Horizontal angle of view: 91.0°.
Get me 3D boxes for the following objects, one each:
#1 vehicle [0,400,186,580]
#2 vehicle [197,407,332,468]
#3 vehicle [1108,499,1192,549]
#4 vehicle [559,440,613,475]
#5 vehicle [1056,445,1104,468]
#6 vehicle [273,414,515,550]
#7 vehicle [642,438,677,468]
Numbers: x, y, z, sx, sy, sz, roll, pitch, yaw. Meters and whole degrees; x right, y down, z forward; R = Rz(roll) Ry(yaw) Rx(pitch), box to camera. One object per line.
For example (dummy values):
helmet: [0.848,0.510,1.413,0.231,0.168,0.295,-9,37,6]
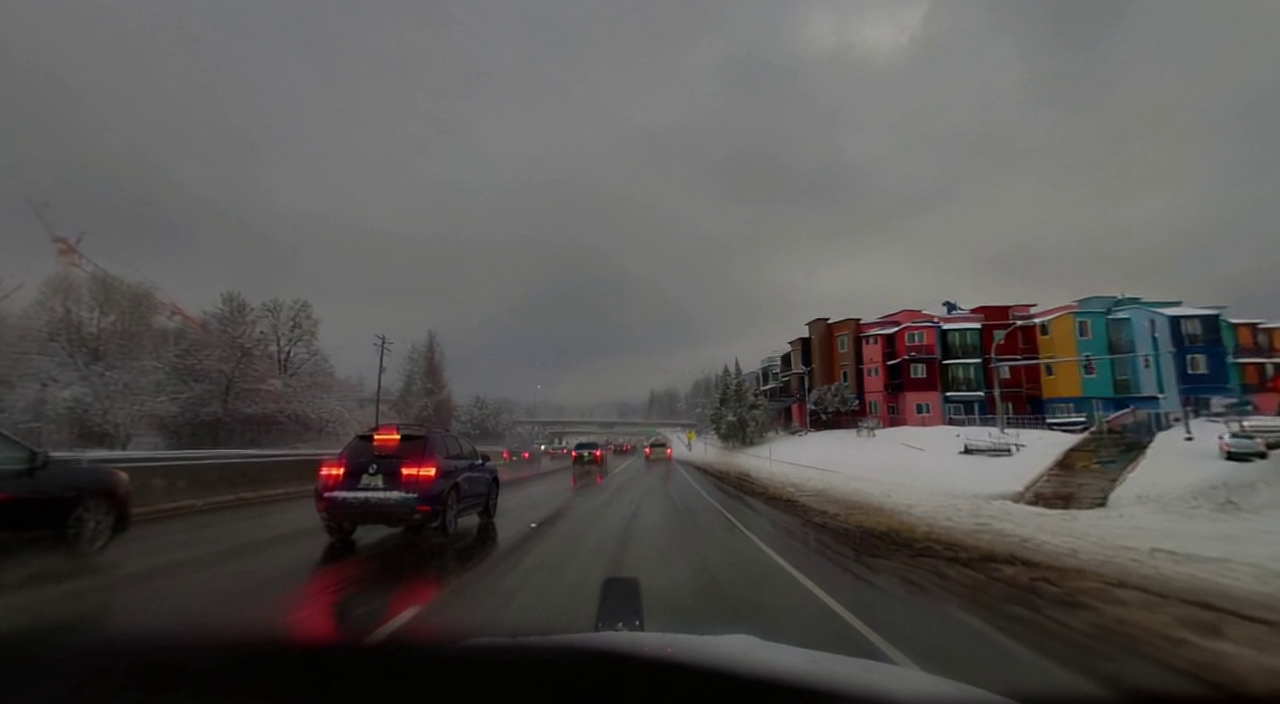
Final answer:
vehicle: [-7.237,1.331,6.106,2.113,1.724,4.656,0,-8,1]
vehicle: [-22.732,5.332,38.884,2.938,3.320,8.188,0,-8,2]
vehicle: [22.191,7.436,27.581,1.873,1.547,4.240,-4,-9,27]
vehicle: [-2.725,5.445,32.909,2.109,1.657,4.554,0,-8,4]
vehicle: [32.304,7.616,46.341,1.840,1.533,4.657,-3,-9,22]
vehicle: [-3.579,1.974,10.269,2.045,1.710,4.382,0,-8,2]
vehicle: [1.210,6.507,40.707,2.116,1.763,4.352,0,-8,1]
